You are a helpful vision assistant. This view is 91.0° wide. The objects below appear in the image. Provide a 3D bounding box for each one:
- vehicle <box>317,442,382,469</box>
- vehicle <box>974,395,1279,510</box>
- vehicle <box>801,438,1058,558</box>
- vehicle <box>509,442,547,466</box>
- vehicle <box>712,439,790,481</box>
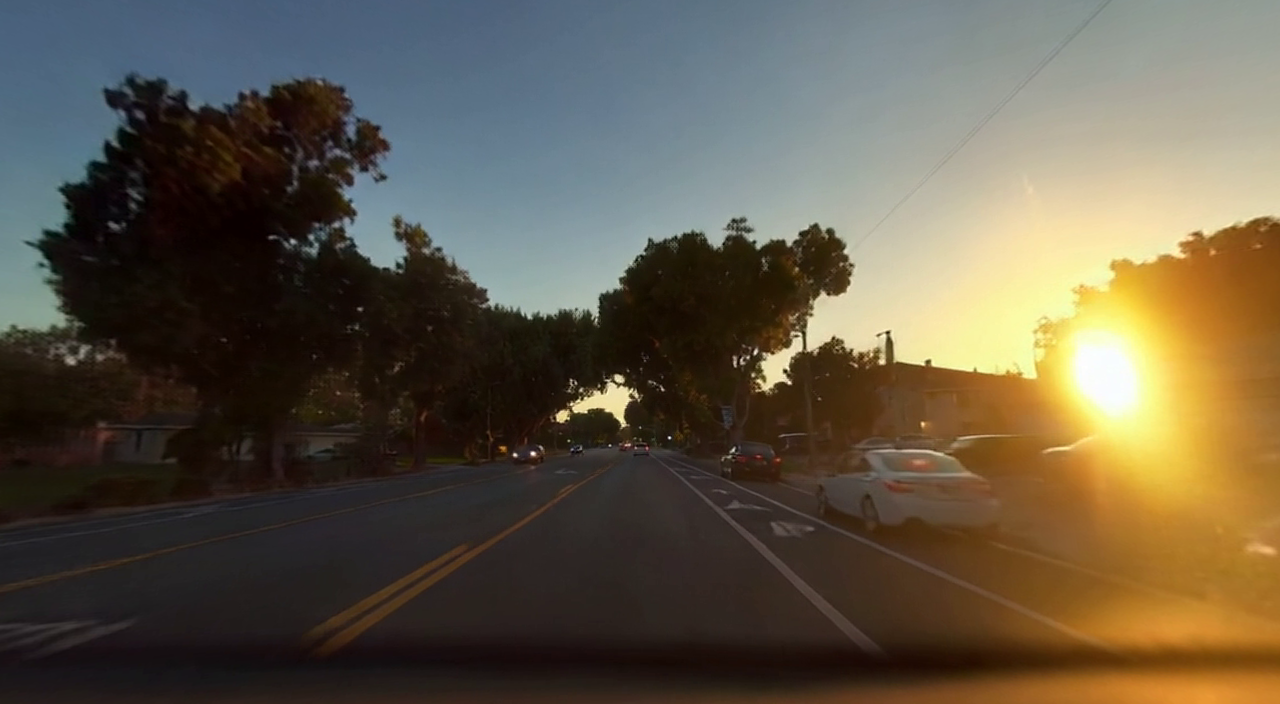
[{"bbox_3d":[-22.471,7.991,48.769,4.052,1.641,1.939,-5,-7,-2],"label":"vehicle"},{"bbox_3d":[10.090,1.984,12.721,5.332,1.912,2.147,-3,-8,1],"label":"vehicle"},{"bbox_3d":[4.245,2.186,10.377,1.968,1.482,4.991,0,-8,1],"label":"vehicle"},{"bbox_3d":[-7.770,7.123,44.037,1.867,1.603,3.983,0,-8,1],"label":"vehicle"},{"bbox_3d":[4.467,4.450,26.312,2.154,1.550,5.785,0,-8,-1],"label":"vehicle"}]
